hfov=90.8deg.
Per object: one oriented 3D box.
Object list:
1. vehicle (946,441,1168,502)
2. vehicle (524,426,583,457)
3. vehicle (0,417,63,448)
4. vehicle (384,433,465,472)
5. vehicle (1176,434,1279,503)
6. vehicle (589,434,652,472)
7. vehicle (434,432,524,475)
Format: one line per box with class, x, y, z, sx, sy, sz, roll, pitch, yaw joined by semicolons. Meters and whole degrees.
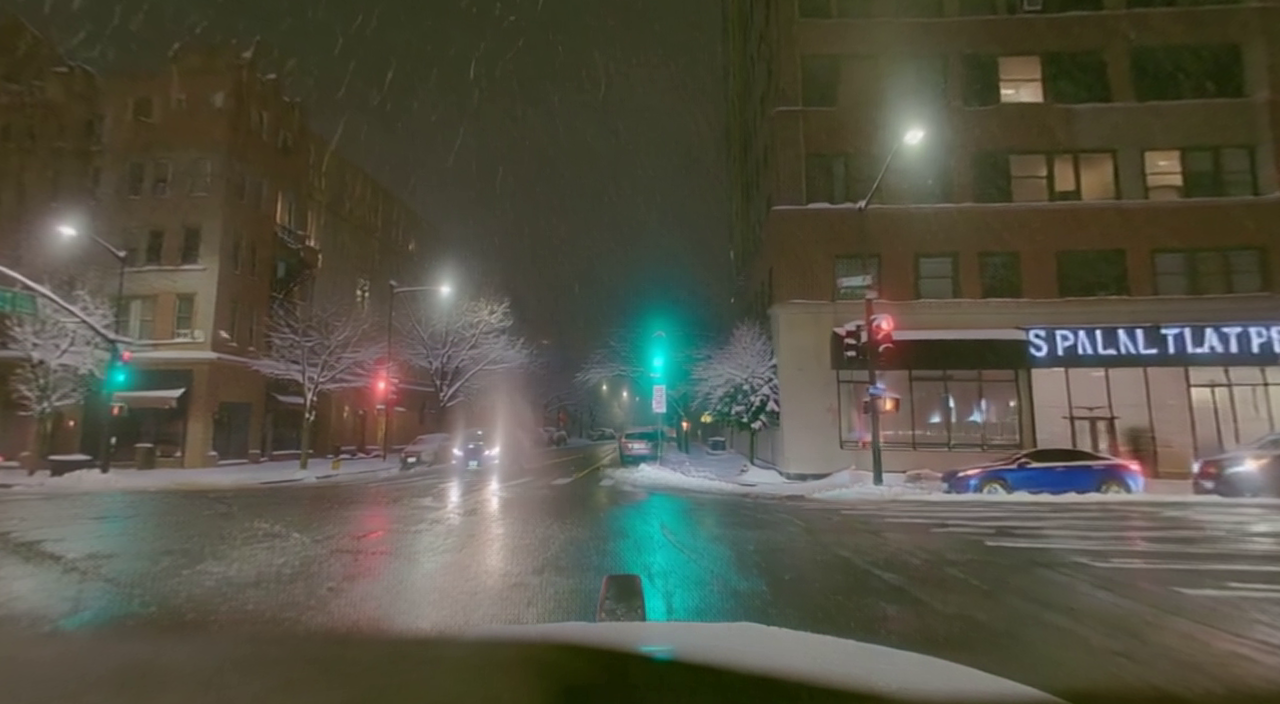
vehicle;10.739;3.082;16.588;4.426;1.446;1.795;-1;-8;8
vehicle;-5.093;5.378;37.963;2.181;1.723;4.692;-1;-8;9
vehicle;-33.548;4.300;33.522;1.699;1.539;4.060;-1;-8;7
vehicle;-10.396;4.842;30.841;1.933;1.461;4.393;-5;-6;8
vehicle;17.040;2.840;15.579;5.420;1.609;2.063;-1;-8;8
vehicle;-0.764;4.399;27.750;1.892;1.481;4.365;-1;-8;10
vehicle;-6.080;3.885;24.457;2.119;1.485;4.472;0;-8;3
